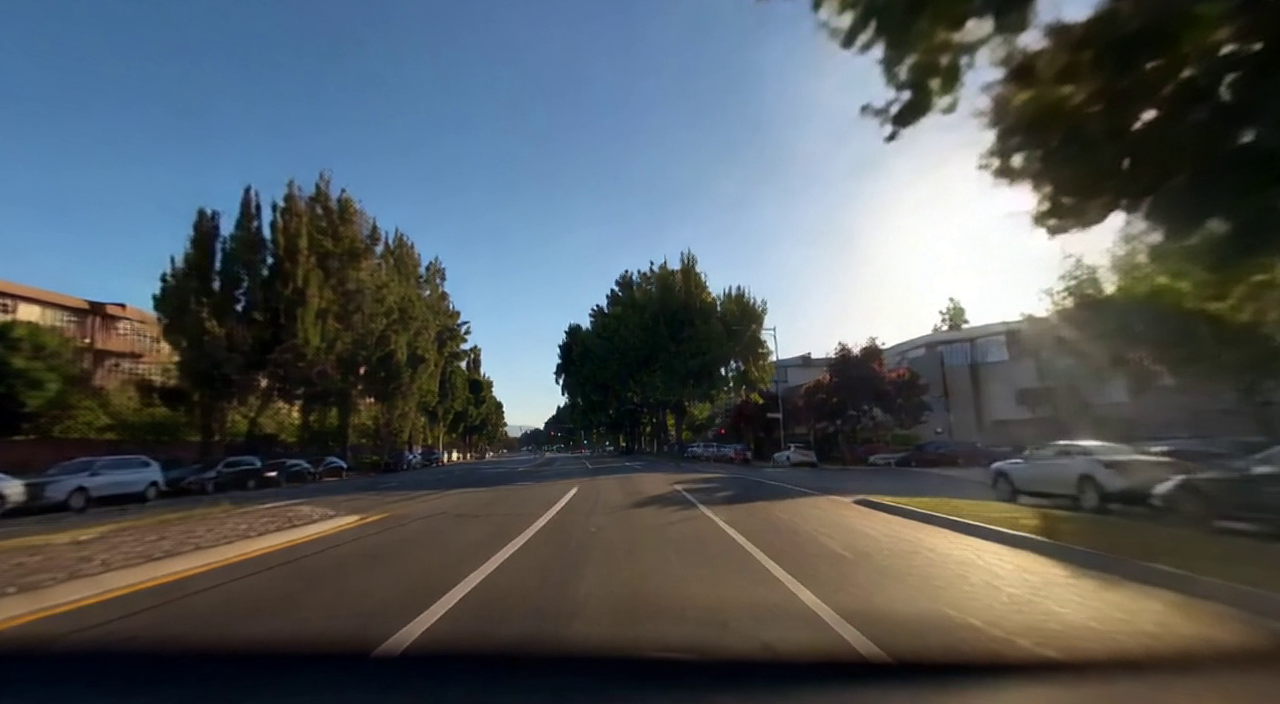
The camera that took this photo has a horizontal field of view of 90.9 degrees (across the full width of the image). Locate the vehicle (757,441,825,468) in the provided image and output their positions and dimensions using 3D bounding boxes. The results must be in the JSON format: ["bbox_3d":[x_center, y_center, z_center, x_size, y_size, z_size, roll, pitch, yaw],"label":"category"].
[{"bbox_3d":[9.407,6.435,39.605,1.919,1.627,4.196,5,-10,-26],"label":"vehicle"}]

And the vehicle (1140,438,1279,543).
[{"bbox_3d":[9.707,1.889,8.546,1.863,1.423,4.709,1,-9,-2],"label":"vehicle"}]

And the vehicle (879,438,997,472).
[{"bbox_3d":[15.654,5.424,33.316,5.088,1.538,2.114,-2,-7,2],"label":"vehicle"}]

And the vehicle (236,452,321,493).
[{"bbox_3d":[-17.838,5.899,31.331,1.802,1.477,4.648,-3,-5,-4],"label":"vehicle"}]

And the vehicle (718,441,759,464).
[{"bbox_3d":[7.704,7.966,49.934,2.039,1.752,4.876,1,-9,-6],"label":"vehicle"}]

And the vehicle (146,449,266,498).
[{"bbox_3d":[-17.681,4.924,25.973,1.883,1.775,4.466,-1,-8,-2],"label":"vehicle"}]

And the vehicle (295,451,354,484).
[{"bbox_3d":[-18.197,6.651,36.503,1.836,1.512,3.581,-2,-6,-5],"label":"vehicle"}]

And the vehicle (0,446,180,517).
[{"bbox_3d":[-17.431,3.997,20.053,2.099,1.917,4.720,-1,-8,-2],"label":"vehicle"}]

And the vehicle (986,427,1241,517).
[{"bbox_3d":[9.786,2.515,13.680,1.853,1.578,4.736,0,-9,0],"label":"vehicle"}]
